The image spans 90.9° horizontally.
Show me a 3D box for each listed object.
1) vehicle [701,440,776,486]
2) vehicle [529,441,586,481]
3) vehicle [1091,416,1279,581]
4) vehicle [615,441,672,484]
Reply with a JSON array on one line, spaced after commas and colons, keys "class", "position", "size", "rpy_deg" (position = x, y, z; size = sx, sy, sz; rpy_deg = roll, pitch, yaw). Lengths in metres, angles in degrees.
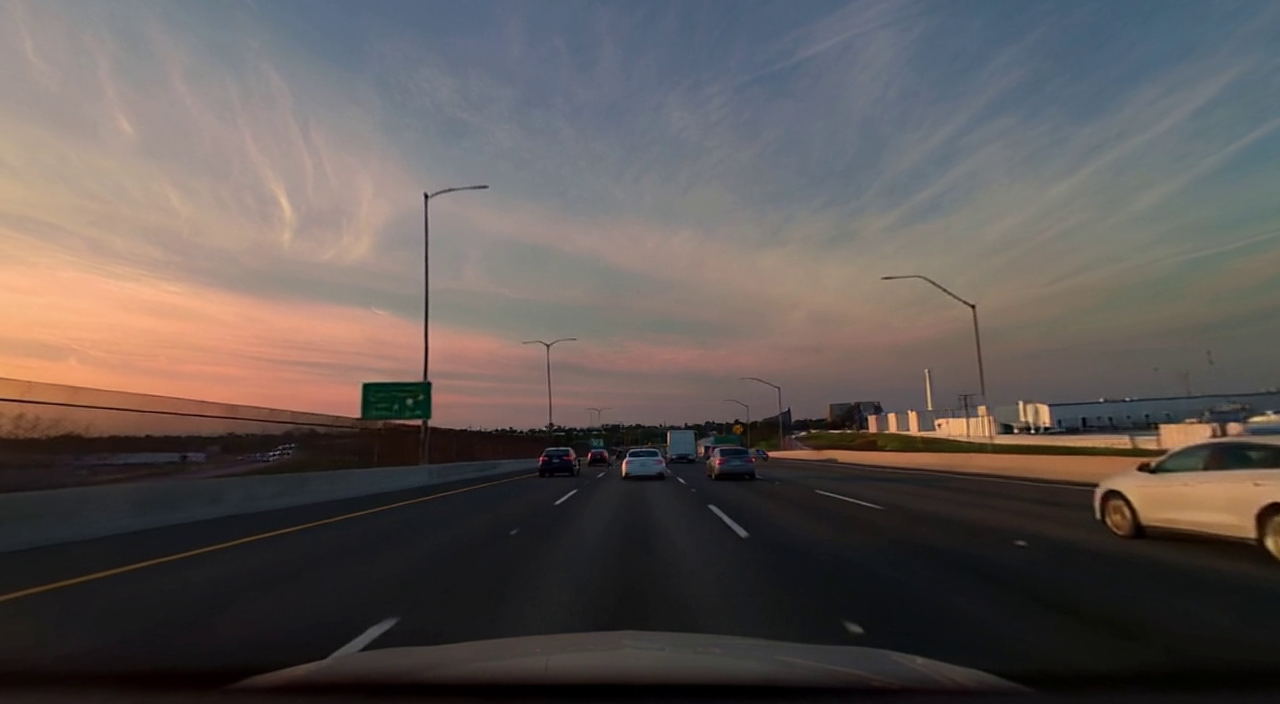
[{"class": "vehicle", "position": [3.402, 3.931, 22.679], "size": [1.942, 1.453, 4.329], "rpy_deg": [0, -8, -1]}, {"class": "vehicle", "position": [-3.690, 4.914, 28.890], "size": [2.036, 1.669, 4.112], "rpy_deg": [0, -8, 1]}, {"class": "vehicle", "position": [6.896, 1.419, 6.279], "size": [1.860, 1.520, 3.961], "rpy_deg": [0, -8, 0]}, {"class": "vehicle", "position": [0.129, 4.362, 25.307], "size": [2.067, 1.555, 4.851], "rpy_deg": [0, -8, 0]}]
